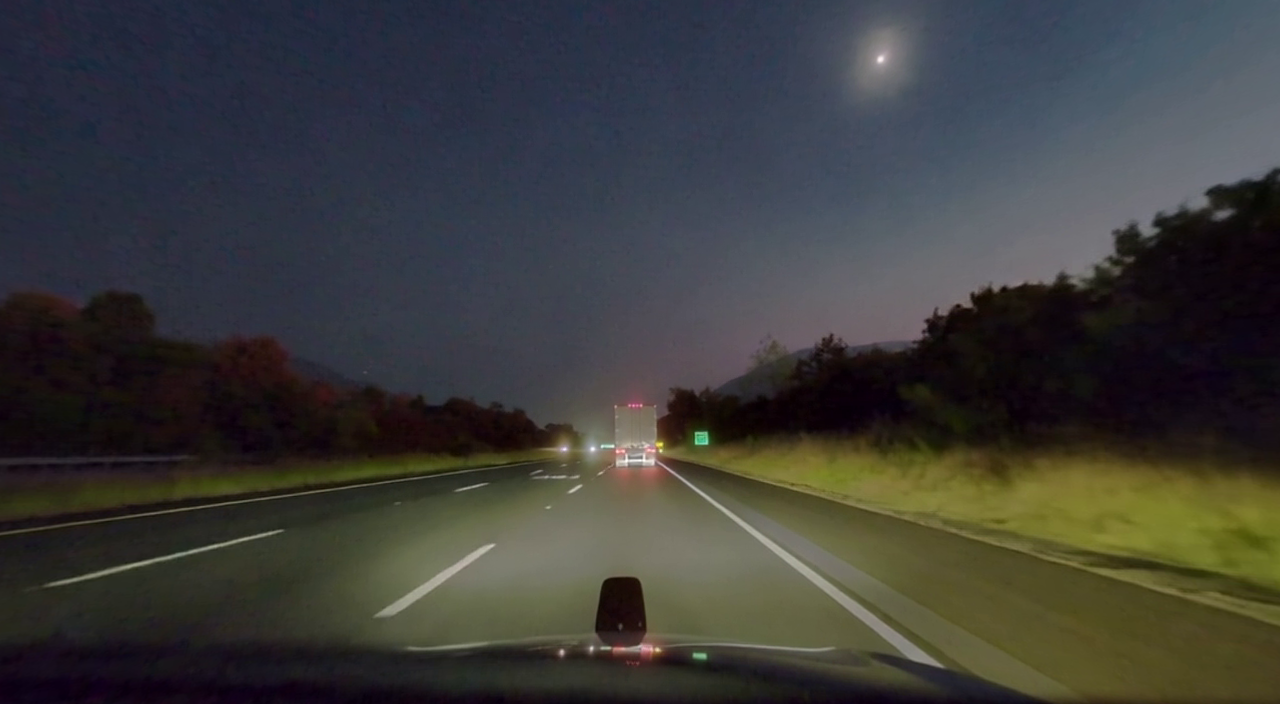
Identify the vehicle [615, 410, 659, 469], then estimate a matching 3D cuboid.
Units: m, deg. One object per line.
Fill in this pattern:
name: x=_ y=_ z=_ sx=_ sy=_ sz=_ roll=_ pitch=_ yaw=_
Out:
vehicle: x=-0.330 y=6.752 z=47.982 sx=2.982 sy=3.947 sz=11.075 roll=0 pitch=-9 yaw=-1
